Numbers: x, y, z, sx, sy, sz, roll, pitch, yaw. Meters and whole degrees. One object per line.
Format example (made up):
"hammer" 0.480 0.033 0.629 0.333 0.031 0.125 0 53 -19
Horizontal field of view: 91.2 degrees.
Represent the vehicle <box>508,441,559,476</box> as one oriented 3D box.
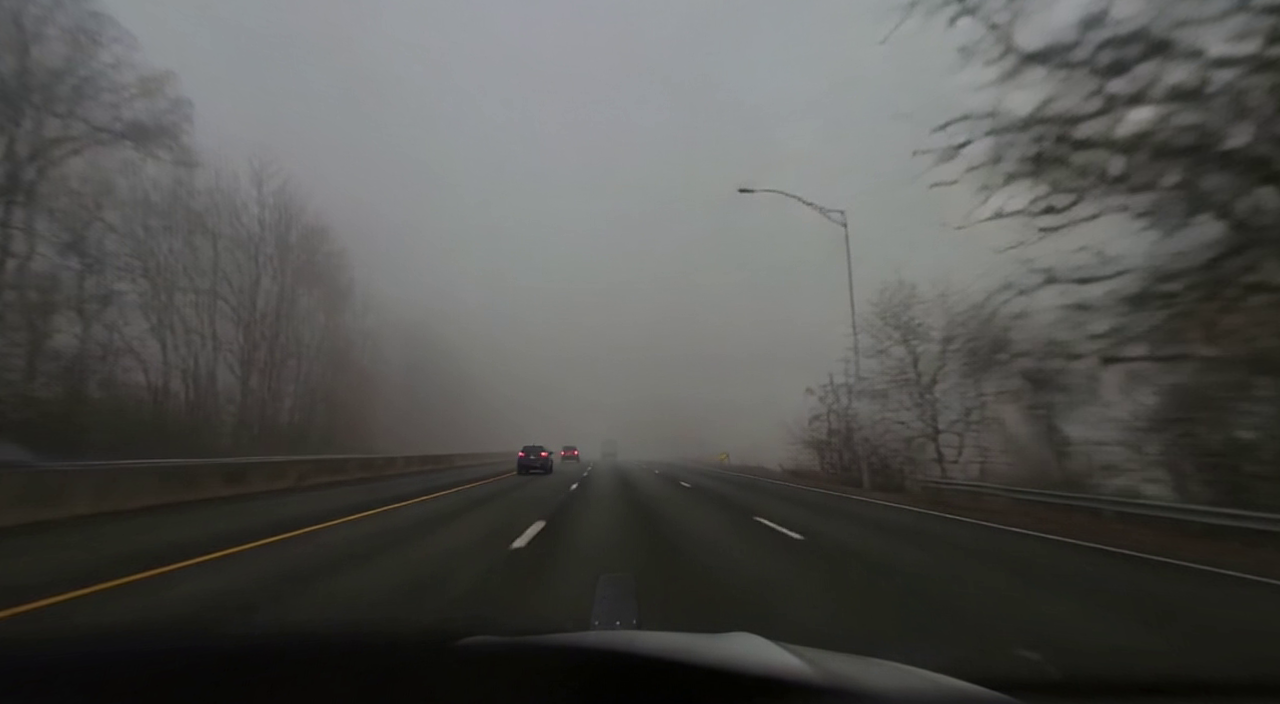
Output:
"vehicle" -5.508 5.564 32.941 2.151 1.693 4.201 0 -9 -2
